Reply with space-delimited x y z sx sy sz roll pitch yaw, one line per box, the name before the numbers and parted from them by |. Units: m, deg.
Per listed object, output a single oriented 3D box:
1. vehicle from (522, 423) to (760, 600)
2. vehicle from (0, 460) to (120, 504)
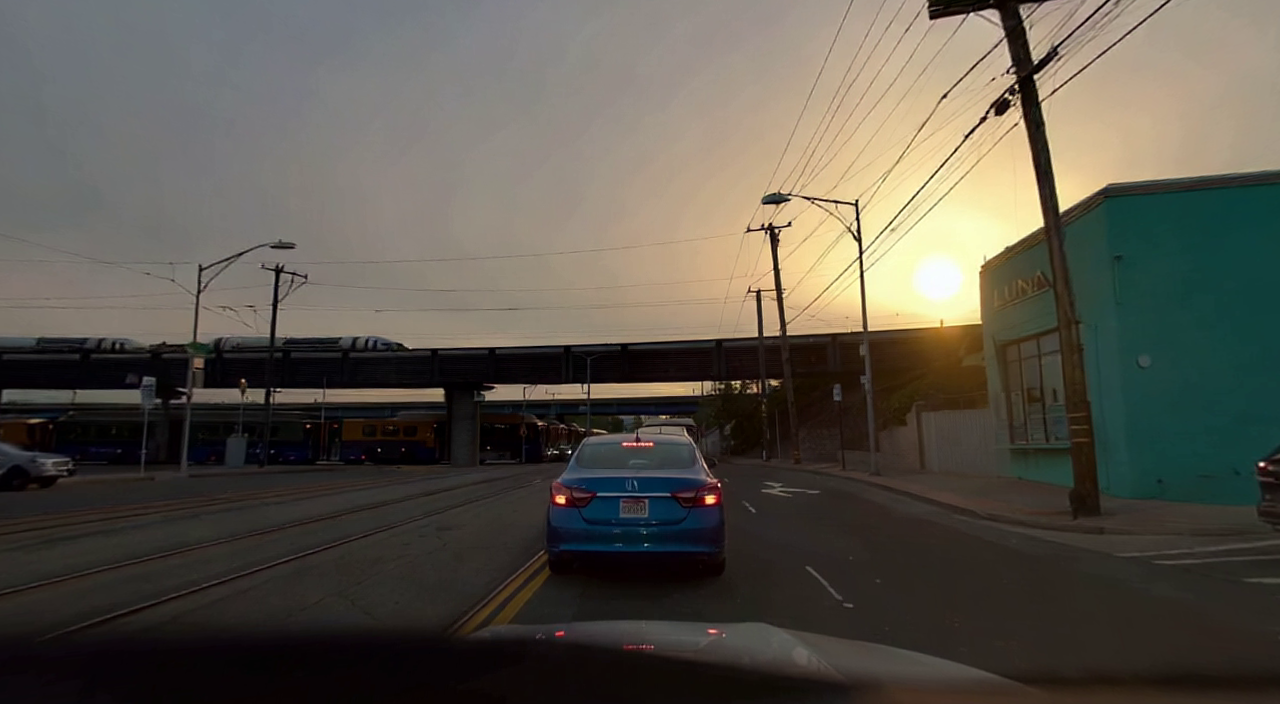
vehicle | 0.093 1.709 7.618 2.090 1.518 4.033 -1 -9 3
vehicle | -21.929 4.673 22.835 4.566 1.453 1.935 -1 -9 5
